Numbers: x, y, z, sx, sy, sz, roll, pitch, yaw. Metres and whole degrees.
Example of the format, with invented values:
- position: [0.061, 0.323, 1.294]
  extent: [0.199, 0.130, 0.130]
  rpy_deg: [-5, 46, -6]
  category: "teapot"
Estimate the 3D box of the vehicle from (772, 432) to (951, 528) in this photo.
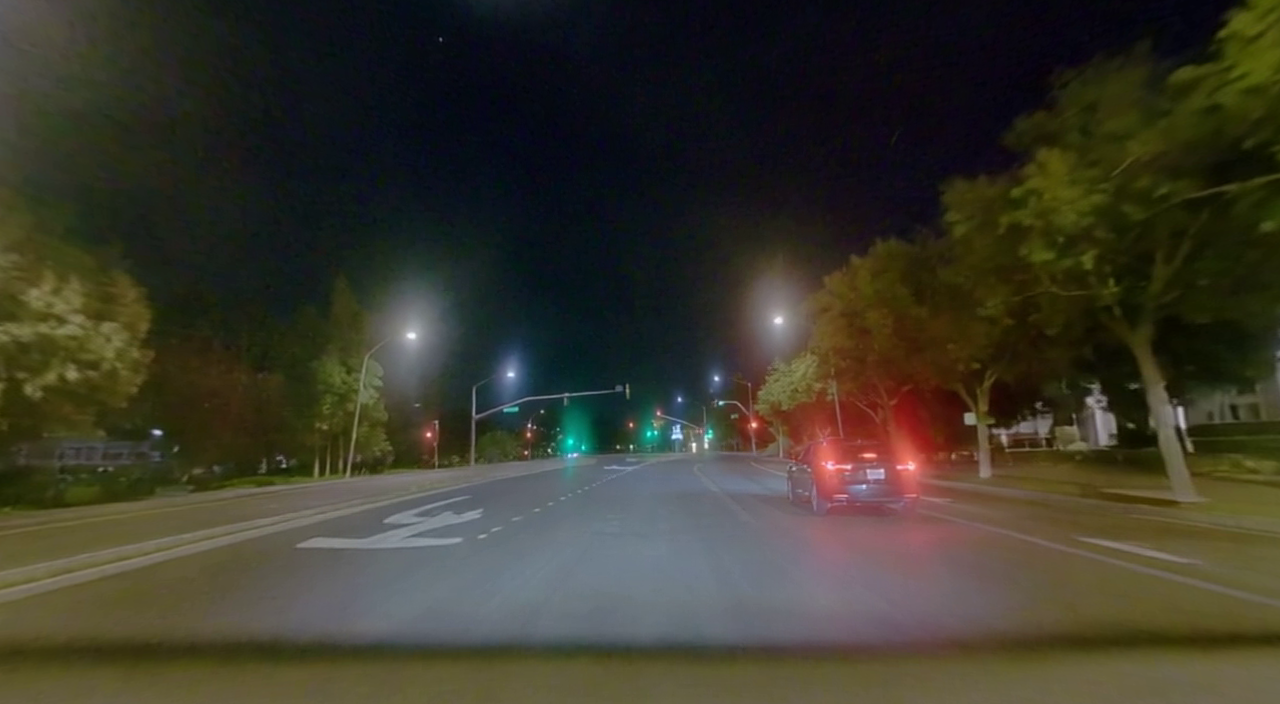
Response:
- position: [3.876, 2.301, 11.901]
  extent: [1.852, 1.453, 4.083]
  rpy_deg: [0, -9, 0]
  category: "vehicle"
